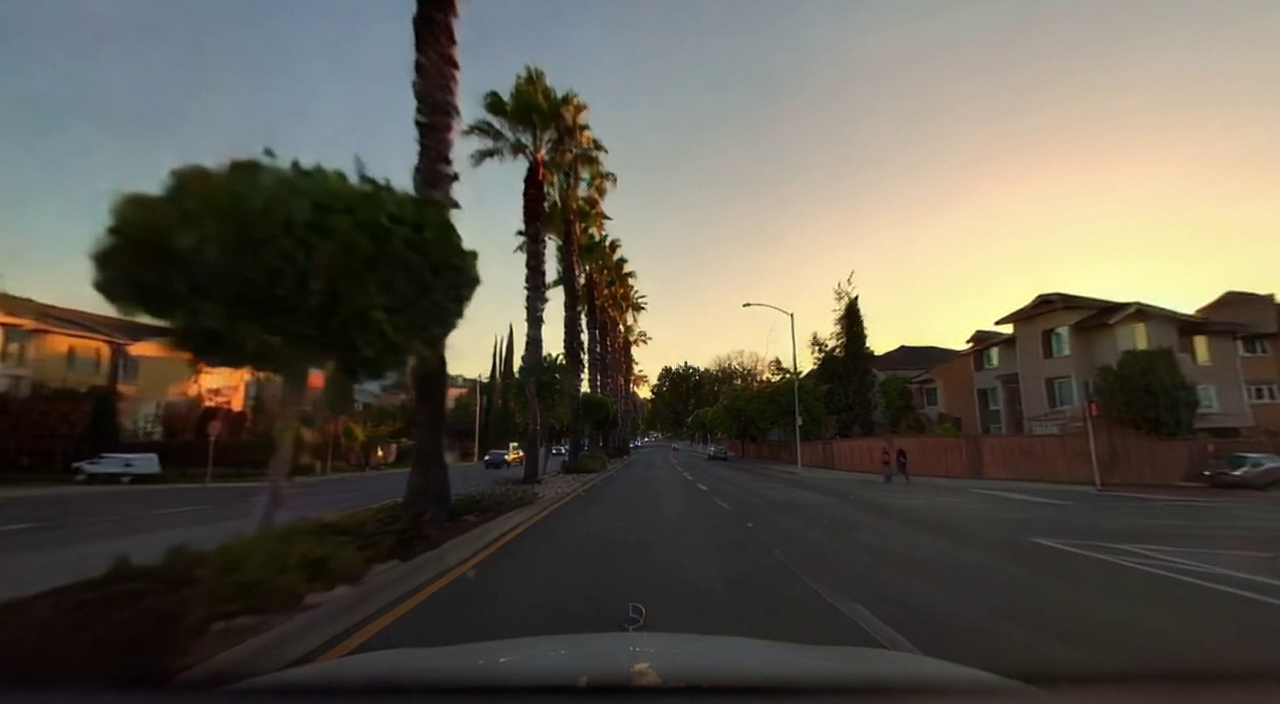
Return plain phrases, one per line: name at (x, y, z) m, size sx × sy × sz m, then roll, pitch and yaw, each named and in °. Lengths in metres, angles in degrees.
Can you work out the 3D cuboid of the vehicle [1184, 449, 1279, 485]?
vehicle at (28.042, 5.285, 29.237) m, size 1.900 × 1.503 × 4.553 m, roll -1°, pitch -8°, yaw 6°
